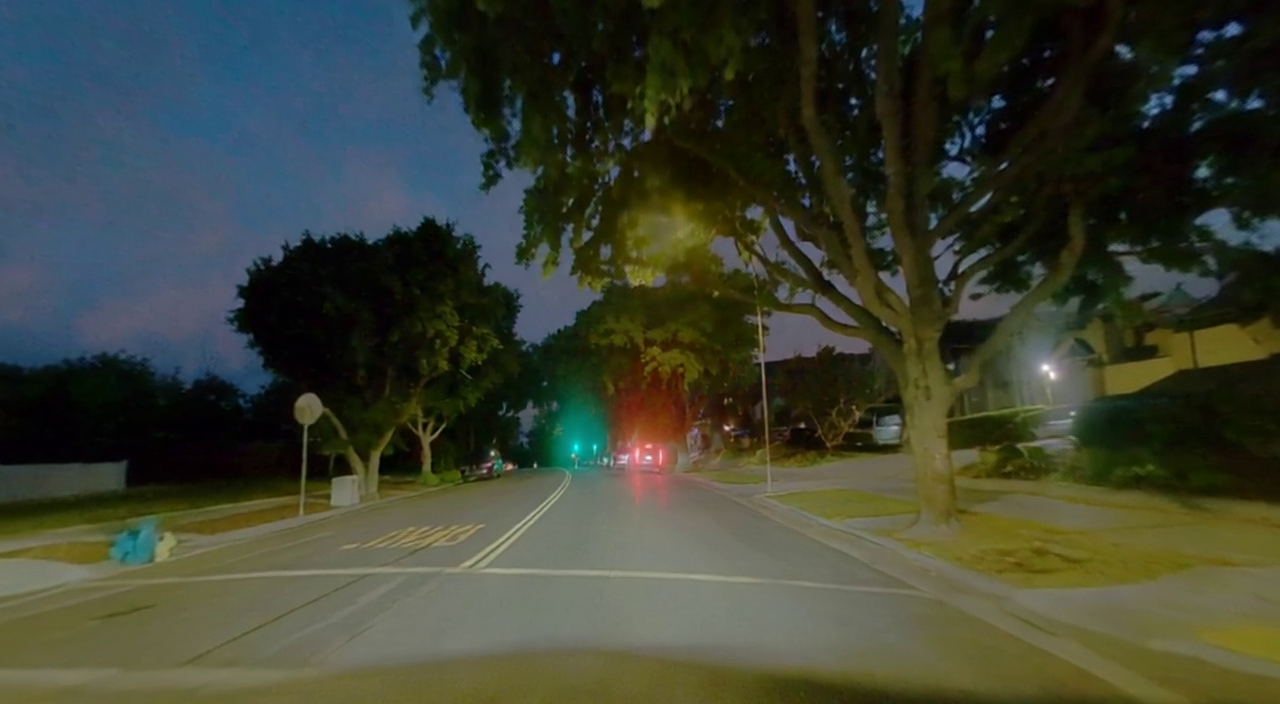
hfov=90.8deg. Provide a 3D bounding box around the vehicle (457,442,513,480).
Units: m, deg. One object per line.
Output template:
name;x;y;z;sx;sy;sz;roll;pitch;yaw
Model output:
vehicle;-7.851;5.512;32.382;2.155;1.729;4.799;0;-7;-7

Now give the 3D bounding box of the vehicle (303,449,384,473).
vehicle;-19.578;7.207;41.728;4.527;1.466;1.880;-2;-8;10

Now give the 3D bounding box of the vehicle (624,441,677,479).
vehicle;0.456;5.642;33.408;2.229;1.826;4.611;0;-8;-7

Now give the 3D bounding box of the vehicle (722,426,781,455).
vehicle;7.713;6.106;43.401;2.100;1.857;4.611;-7;-10;36

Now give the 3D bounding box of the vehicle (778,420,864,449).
vehicle;10.626;4.907;37.382;4.639;1.634;2.005;-2;-8;8
